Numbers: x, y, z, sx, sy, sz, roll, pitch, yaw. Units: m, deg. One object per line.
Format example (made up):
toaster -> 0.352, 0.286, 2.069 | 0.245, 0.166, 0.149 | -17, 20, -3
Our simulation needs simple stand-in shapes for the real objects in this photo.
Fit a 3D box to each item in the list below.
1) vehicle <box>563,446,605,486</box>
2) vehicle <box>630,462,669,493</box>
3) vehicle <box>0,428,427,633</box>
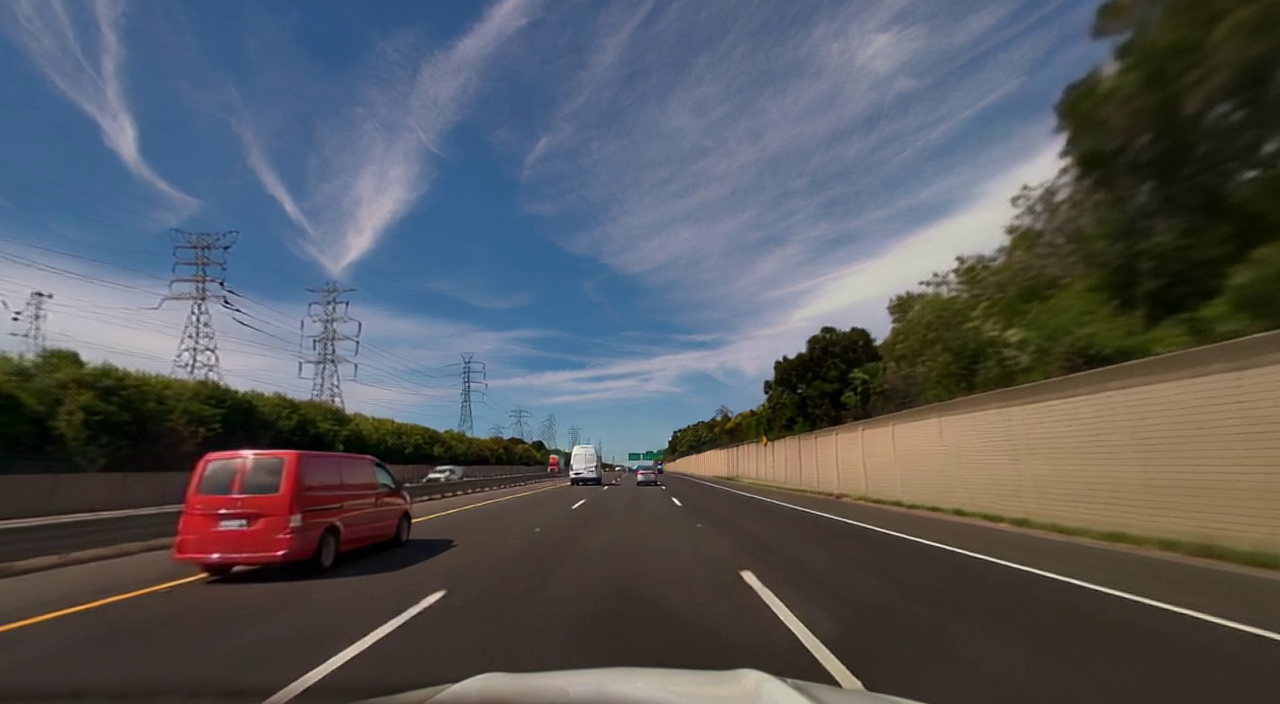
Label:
vehicle -> -3.842, 8.115, 44.761 | 2.394, 2.609, 6.875 | 1, -10, 0
vehicle -> 0.454, 6.817, 34.423 | 2.006, 1.554, 3.863 | 1, -10, -1
vehicle -> -4.275, 1.798, 7.216 | 2.023, 1.541, 4.543 | 1, -10, 1
